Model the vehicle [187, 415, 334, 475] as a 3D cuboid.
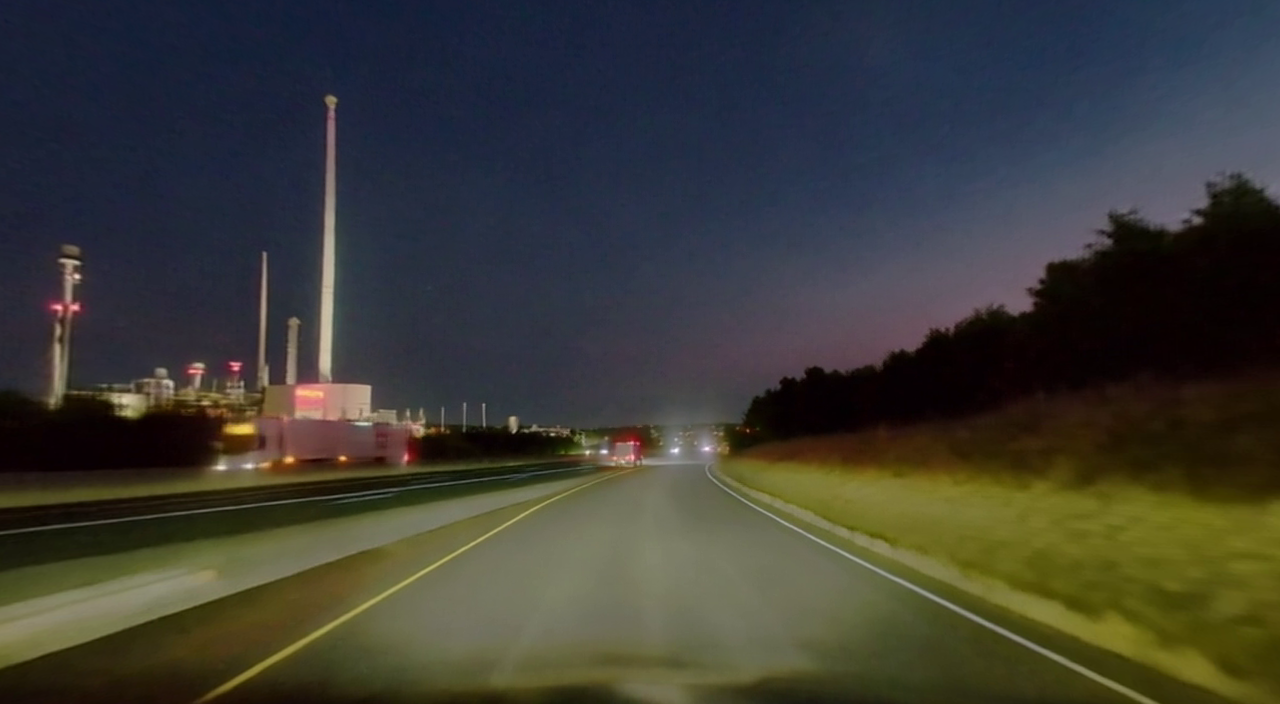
[{"bbox_3d":[-27.256,6.882,46.291,2.902,3.853,10.705,-2,-9,8],"label":"vehicle"}]
